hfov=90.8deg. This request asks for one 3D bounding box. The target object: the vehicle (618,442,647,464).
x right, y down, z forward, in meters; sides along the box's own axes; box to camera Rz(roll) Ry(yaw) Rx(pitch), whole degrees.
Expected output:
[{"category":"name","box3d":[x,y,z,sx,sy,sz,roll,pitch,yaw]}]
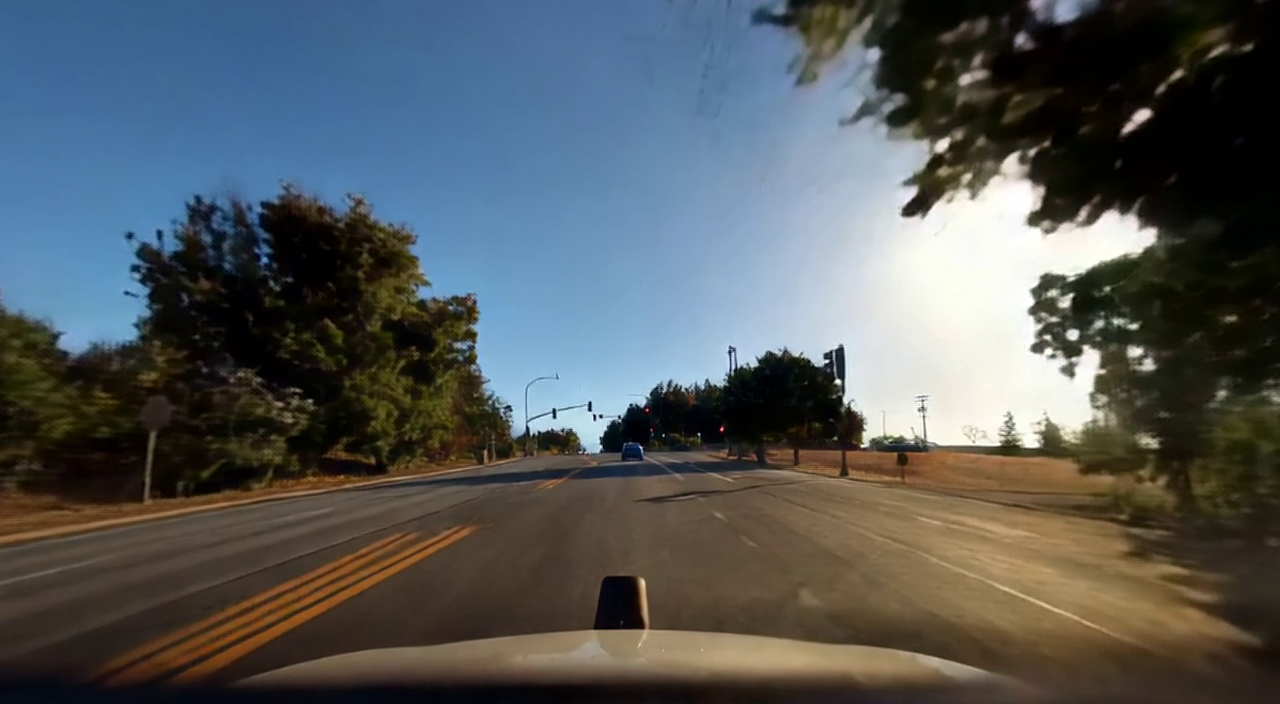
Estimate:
[{"category":"vehicle","box3d":[-0.567,7.397,46.297,2.042,1.489,3.963,0,-9,-1]}]
